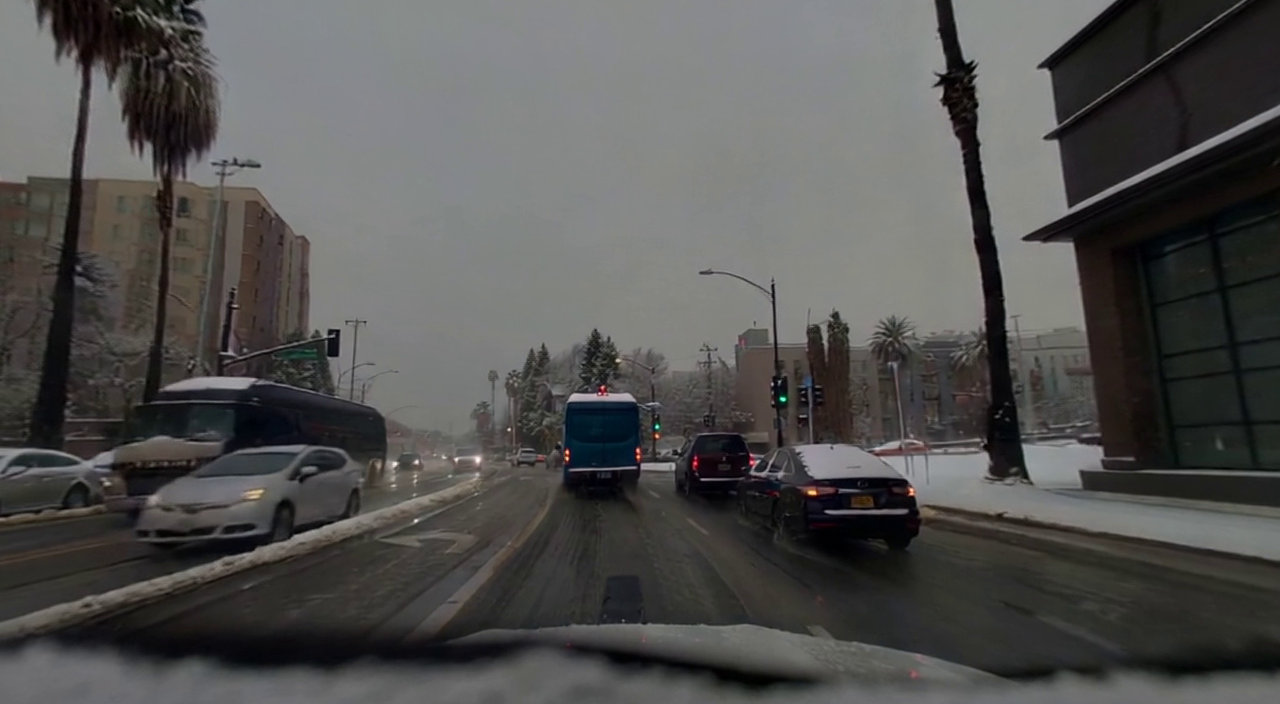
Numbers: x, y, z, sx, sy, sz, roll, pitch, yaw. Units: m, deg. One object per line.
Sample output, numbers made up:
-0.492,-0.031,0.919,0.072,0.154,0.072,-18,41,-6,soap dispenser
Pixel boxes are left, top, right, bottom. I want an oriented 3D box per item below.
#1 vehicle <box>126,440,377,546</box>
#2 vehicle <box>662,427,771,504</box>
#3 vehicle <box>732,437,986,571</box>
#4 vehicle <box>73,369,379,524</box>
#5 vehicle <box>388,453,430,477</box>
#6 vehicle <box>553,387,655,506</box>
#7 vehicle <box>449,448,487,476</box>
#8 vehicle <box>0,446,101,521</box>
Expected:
-6.755,2.446,11.632,2.170,1.555,4.187,0,-9,-4,vehicle
2.066,3.312,18.868,2.157,1.944,5.423,1,-9,-5,vehicle
2.873,2.100,9.604,1.978,1.507,4.636,0,-9,-3,vehicle
-11.593,2.936,19.780,2.996,3.432,11.265,1,-8,-6,vehicle
-15.999,7.833,43.682,1.975,1.503,4.533,1,-9,-11,vehicle
-1.253,2.794,18.705,2.517,2.926,6.177,1,-9,-7,vehicle
-11.230,7.160,41.168,2.058,1.730,4.466,2,-9,-12,vehicle
-15.610,3.097,14.904,1.965,1.679,4.455,1,-8,-6,vehicle
